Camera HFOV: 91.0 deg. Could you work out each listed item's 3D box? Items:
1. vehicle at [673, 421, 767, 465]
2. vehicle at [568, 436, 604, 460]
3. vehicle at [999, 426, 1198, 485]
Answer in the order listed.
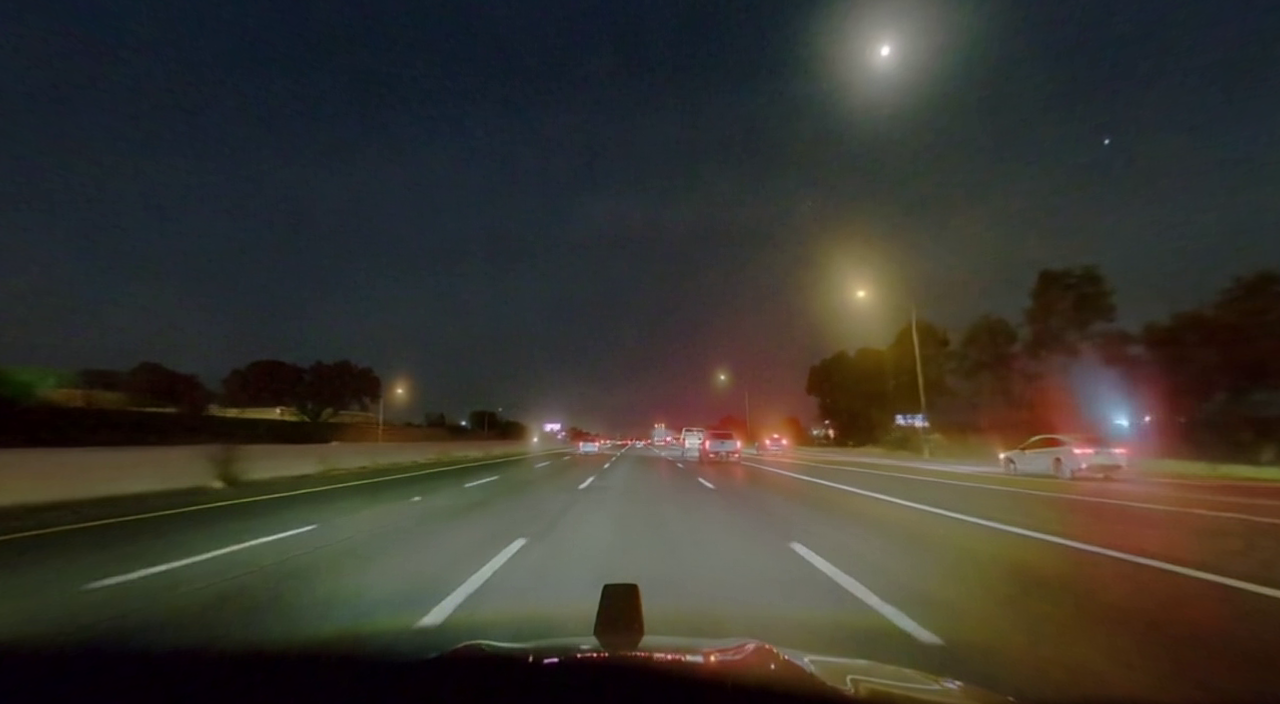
[{"bbox_3d":[4.009,5.153,35.522,3.042,2.004,14.051,0,-8,-2],"label":"vehicle"},{"bbox_3d":[-3.553,6.459,42.239,2.066,1.500,4.415,0,-8,0],"label":"vehicle"},{"bbox_3d":[16.146,3.679,22.740,2.261,1.824,5.678,2,-9,-10],"label":"vehicle"}]
